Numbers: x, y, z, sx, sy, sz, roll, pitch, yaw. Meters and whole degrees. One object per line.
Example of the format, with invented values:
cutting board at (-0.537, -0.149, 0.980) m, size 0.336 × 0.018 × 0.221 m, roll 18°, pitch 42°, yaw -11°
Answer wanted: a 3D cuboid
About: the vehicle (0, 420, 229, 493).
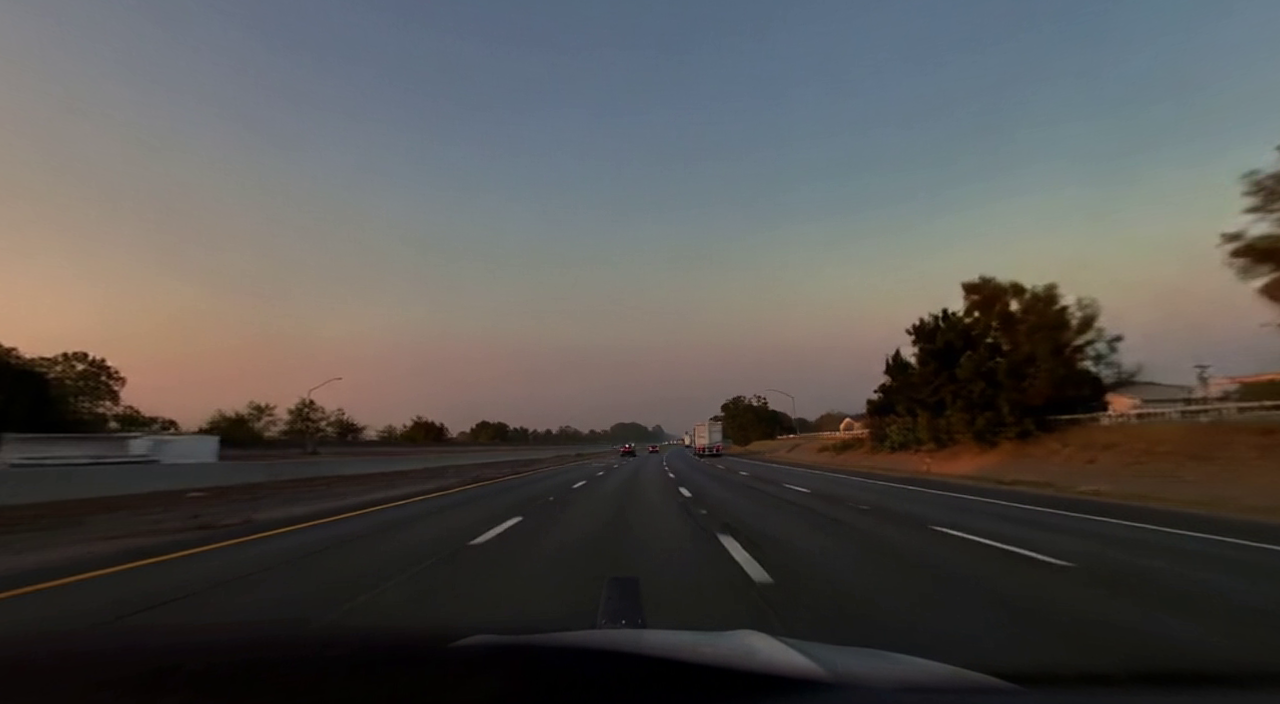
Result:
vehicle at (-24.591, 4.512, 27.664) m, size 2.884 × 2.602 × 15.297 m, roll 0°, pitch -8°, yaw 1°
